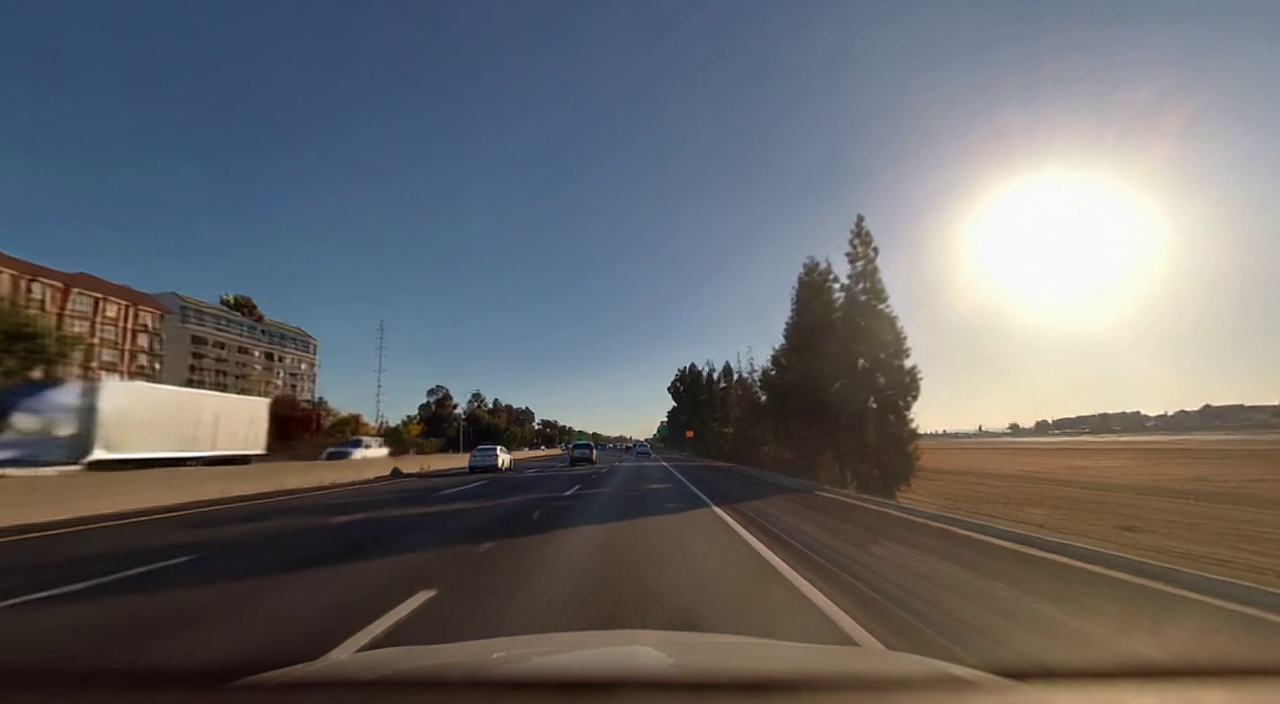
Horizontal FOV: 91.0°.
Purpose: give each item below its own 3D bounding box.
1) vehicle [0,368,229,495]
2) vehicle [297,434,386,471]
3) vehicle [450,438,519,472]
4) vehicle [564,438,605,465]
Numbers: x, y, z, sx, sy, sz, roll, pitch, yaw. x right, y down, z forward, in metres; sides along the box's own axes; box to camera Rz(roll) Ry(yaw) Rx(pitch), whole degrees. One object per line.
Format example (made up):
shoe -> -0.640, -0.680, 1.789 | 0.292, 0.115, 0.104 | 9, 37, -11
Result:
vehicle -> -18.981, 2.899, 22.450 | 2.951, 3.679, 8.155 | 0, -9, 0
vehicle -> -14.978, 5.089, 31.973 | 2.136, 1.700, 4.727 | 0, -8, 1
vehicle -> -7.389, 4.944, 30.440 | 2.034, 1.523, 4.627 | 0, -8, 1
vehicle -> -3.539, 6.458, 41.023 | 2.083, 1.588, 4.801 | 0, -8, 1
